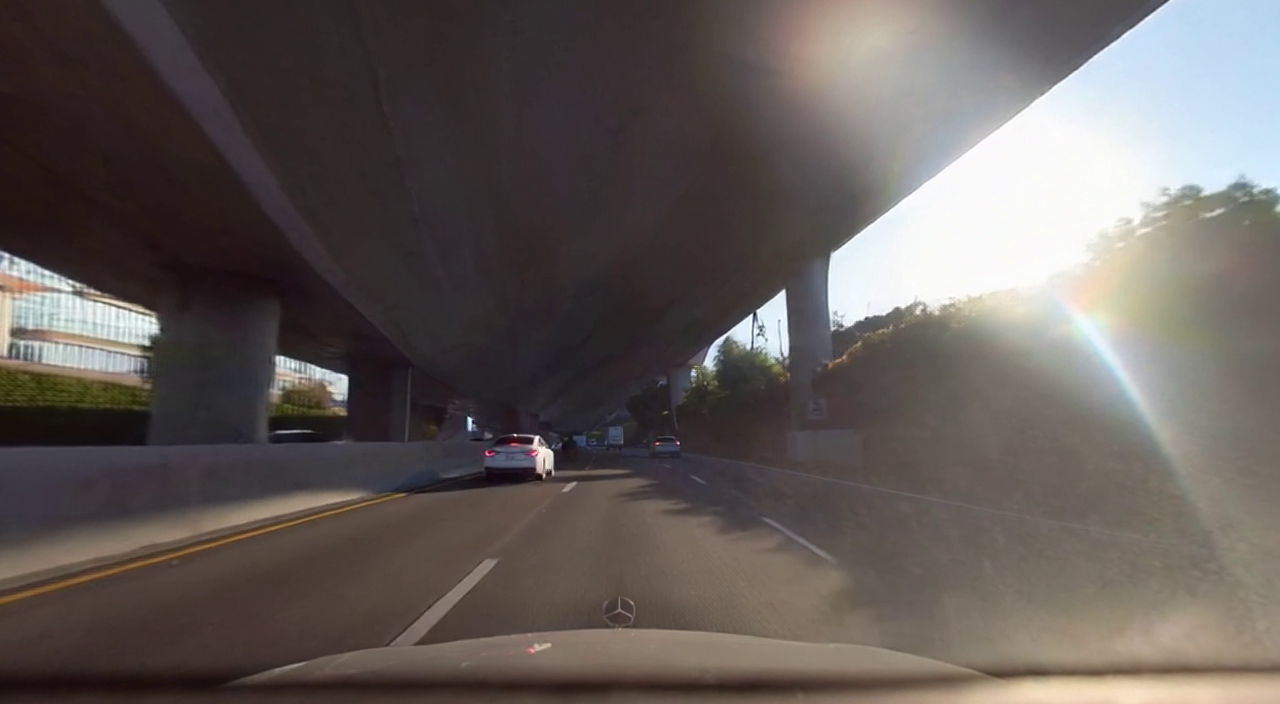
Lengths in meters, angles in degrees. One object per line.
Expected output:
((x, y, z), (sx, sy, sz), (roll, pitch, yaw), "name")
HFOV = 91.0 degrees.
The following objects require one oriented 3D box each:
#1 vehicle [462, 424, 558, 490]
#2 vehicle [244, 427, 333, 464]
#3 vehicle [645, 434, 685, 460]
((-3.744, 3.103, 19.006), (2.080, 1.733, 4.410), (0, -8, -2), "vehicle")
((-16.032, 4.280, 28.990), (1.908, 1.549, 4.202), (0, -8, -4), "vehicle")
((1.628, 6.346, 42.175), (2.078, 1.608, 3.982), (0, -8, -6), "vehicle")
